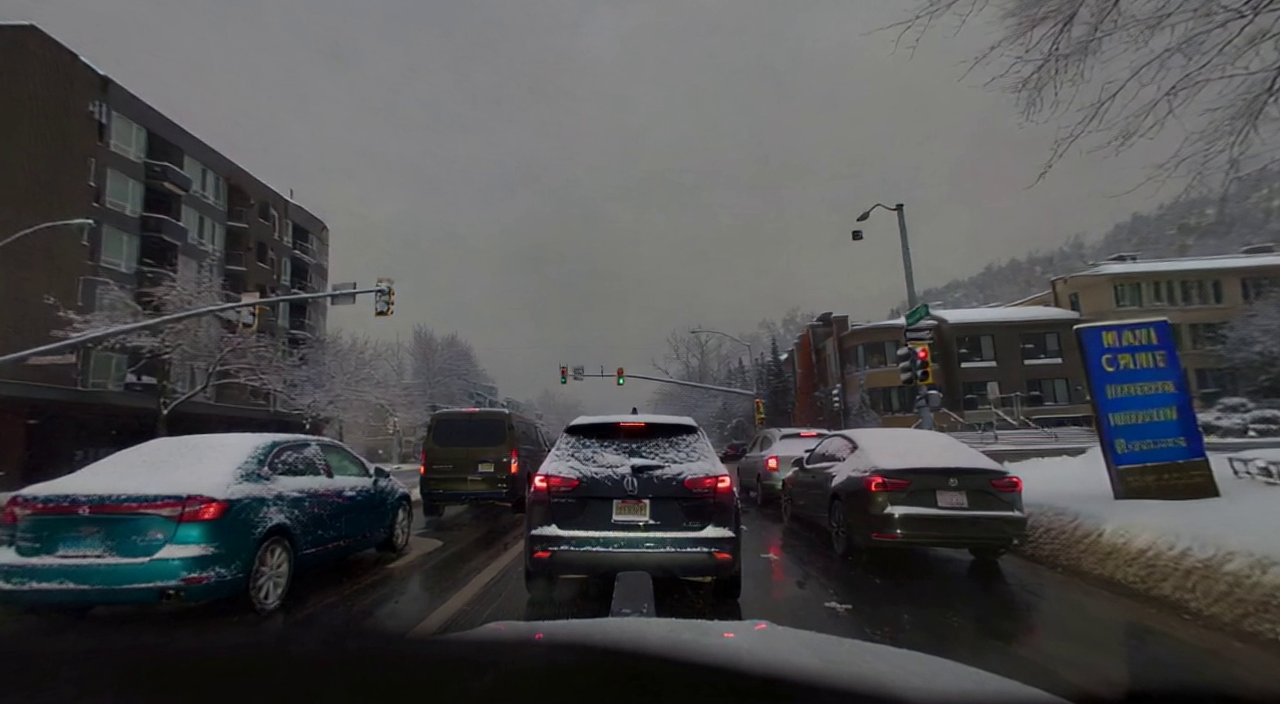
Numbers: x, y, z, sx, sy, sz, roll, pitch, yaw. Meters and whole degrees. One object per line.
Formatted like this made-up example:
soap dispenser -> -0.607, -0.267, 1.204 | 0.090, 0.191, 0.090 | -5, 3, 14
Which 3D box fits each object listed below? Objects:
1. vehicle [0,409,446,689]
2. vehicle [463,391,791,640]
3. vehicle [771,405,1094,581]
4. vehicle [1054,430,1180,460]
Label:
vehicle -> -3.544, 1.420, 5.825 | 1.906, 1.524, 4.547 | 0, -8, 2
vehicle -> -0.098, 1.414, 6.439 | 2.195, 1.662, 4.262 | 0, -8, 0
vehicle -> 3.221, 1.662, 8.256 | 2.004, 1.646, 4.554 | 0, -8, 0
vehicle -> 23.916, 4.678, 31.713 | 4.723, 1.460, 1.904 | 0, -8, 0
